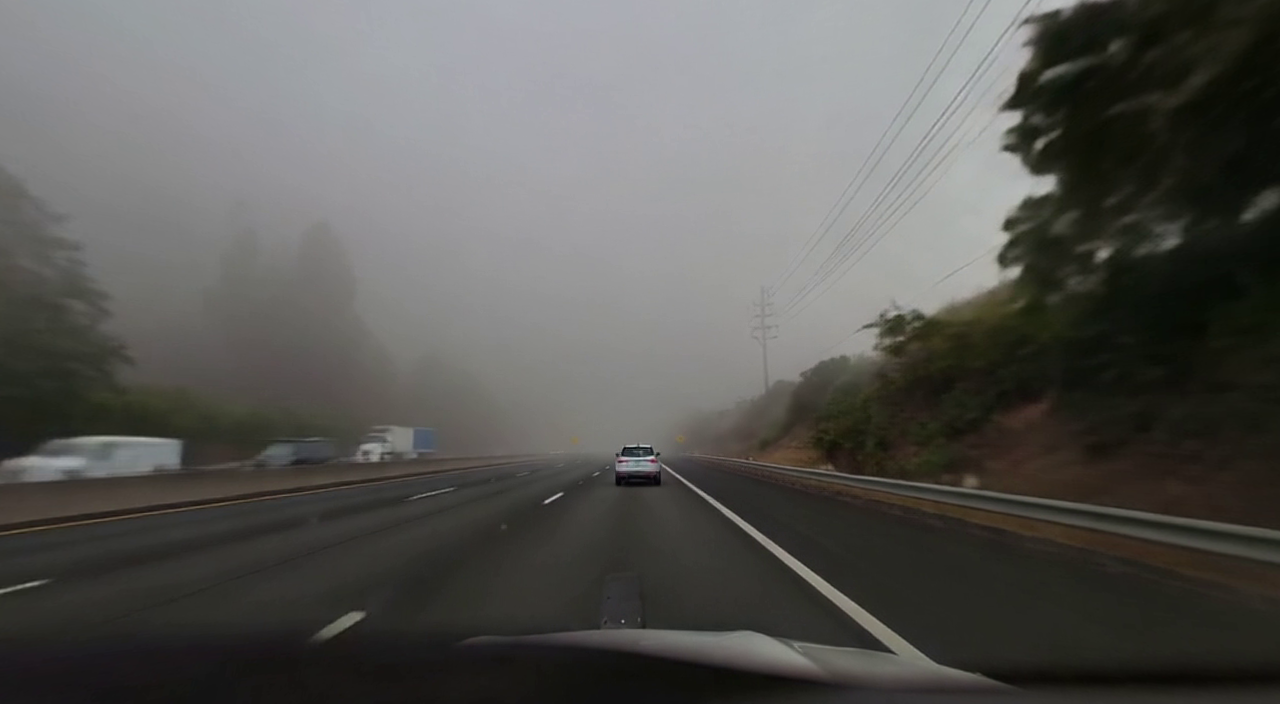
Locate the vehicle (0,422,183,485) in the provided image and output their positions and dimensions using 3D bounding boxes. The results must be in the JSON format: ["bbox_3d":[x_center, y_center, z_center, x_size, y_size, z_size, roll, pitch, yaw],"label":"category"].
[{"bbox_3d":[-20.549,3.284,20.540,2.783,1.863,11.406,0,-8,1],"label":"vehicle"}]

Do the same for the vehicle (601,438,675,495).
[{"bbox_3d":[-0.092,3.395,18.993,1.966,1.499,4.298,0,-9,-1],"label":"vehicle"}]

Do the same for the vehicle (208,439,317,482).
[{"bbox_3d":[-16.403,4.735,27.700,2.188,1.702,4.112,0,-9,0],"label":"vehicle"}]
